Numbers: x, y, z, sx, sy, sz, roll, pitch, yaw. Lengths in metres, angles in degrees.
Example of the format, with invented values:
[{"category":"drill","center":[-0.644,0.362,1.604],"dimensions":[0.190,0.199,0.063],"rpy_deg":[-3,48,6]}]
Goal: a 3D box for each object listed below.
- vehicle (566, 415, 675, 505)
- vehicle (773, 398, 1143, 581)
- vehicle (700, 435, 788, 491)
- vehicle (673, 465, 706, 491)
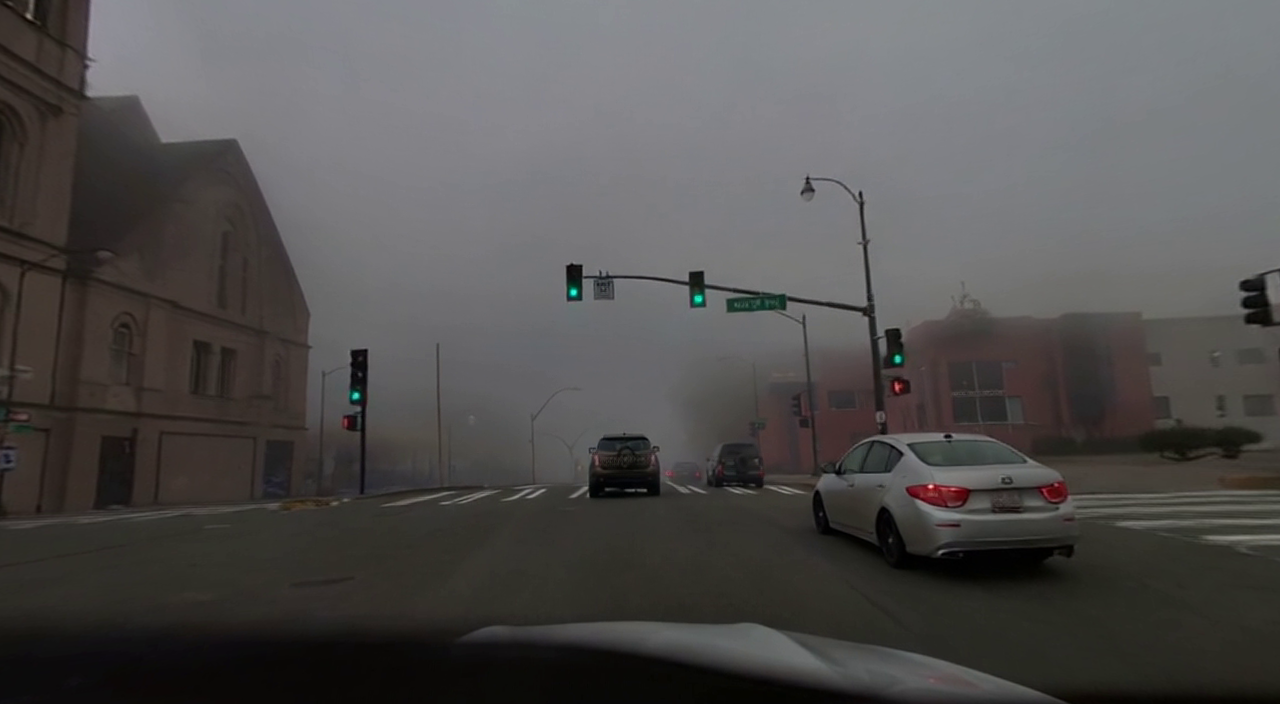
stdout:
[{"category":"vehicle","center":[-0.443,2.454,14.758],"dimensions":[2.168,1.776,4.135],"rpy_deg":[0,-8,-2]},{"category":"vehicle","center":[3.094,1.446,7.463],"dimensions":[1.883,1.472,4.471],"rpy_deg":[0,-8,-3]},{"category":"vehicle","center":[3.013,3.303,19.169],"dimensions":[1.890,1.491,4.166],"rpy_deg":[0,-8,-1]},{"category":"vehicle","center":[3.740,9.284,46.785],"dimensions":[2.027,1.771,4.470],"rpy_deg":[-2,-10,9]}]
